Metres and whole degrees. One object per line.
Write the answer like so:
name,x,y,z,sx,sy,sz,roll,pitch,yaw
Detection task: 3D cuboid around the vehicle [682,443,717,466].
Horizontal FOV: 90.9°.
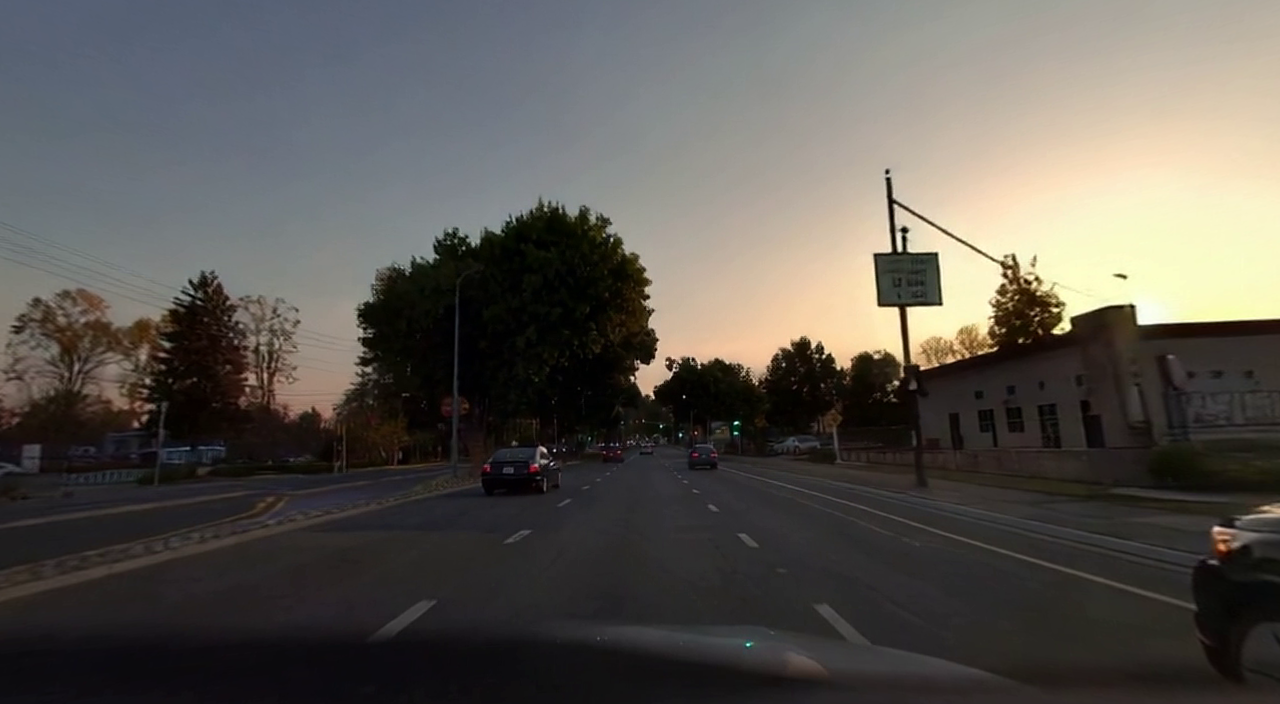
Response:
vehicle,3.974,6.898,42.627,1.883,1.465,3.975,0,-8,-1

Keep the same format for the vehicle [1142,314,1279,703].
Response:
vehicle,3.181,0.496,0.342,2.041,1.764,4.550,0,-8,0

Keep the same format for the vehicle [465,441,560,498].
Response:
vehicle,-3.578,3.369,18.586,1.803,1.463,4.422,0,-8,1
